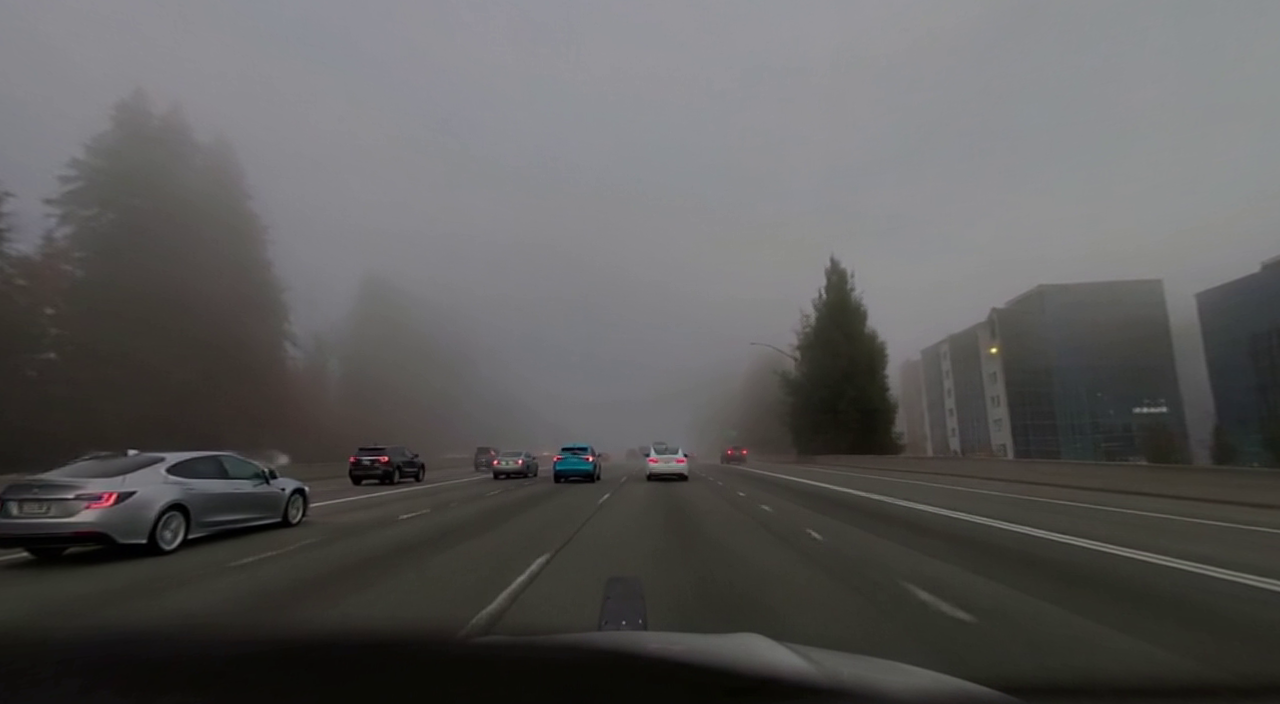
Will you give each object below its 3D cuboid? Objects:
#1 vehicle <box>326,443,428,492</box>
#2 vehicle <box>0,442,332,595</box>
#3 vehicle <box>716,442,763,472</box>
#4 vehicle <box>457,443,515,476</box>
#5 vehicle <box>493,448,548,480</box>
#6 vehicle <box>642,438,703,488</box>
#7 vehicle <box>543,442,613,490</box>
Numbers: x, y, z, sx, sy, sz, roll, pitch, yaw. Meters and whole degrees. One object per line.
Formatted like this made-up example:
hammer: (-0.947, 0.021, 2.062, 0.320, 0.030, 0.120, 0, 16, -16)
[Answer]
vehicle: (-10.005, 4.399, 24.445, 1.947, 1.683, 4.331, -1, -8, 2)
vehicle: (-6.470, 1.985, 8.559, 2.116, 1.473, 4.644, -1, -8, 2)
vehicle: (6.152, 6.563, 39.588, 2.071, 1.754, 4.484, 0, -8, -2)
vehicle: (-9.540, 6.672, 39.504, 2.187, 1.851, 5.085, -1, -8, 2)
vehicle: (-5.965, 5.634, 31.894, 1.886, 1.455, 4.148, -1, -8, 1)
vehicle: (1.156, 4.162, 24.065, 2.114, 1.715, 4.136, -1, -8, 1)
vehicle: (-2.229, 4.256, 23.963, 2.102, 1.624, 4.257, -1, -8, 2)
